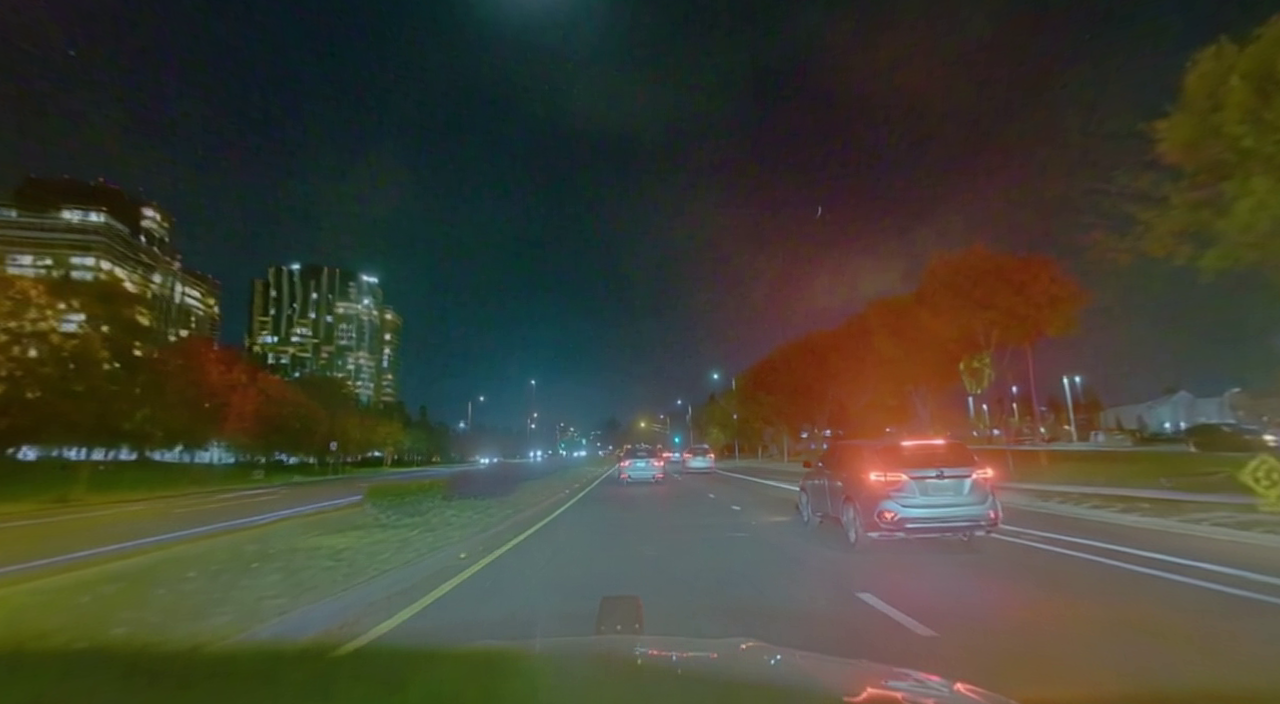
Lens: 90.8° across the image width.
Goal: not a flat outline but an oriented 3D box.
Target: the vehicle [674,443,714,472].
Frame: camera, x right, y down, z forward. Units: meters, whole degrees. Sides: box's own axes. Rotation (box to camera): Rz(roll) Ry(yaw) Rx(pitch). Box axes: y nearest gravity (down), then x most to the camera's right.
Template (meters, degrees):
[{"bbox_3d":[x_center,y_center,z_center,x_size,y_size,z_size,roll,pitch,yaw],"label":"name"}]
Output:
[{"bbox_3d":[3.507,6.936,41.740,2.107,1.773,4.557,0,-8,-2],"label":"vehicle"}]

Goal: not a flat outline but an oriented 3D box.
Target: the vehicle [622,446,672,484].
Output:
[{"bbox_3d":[0.303,4.873,27.646,2.034,1.500,3.966,0,-8,0],"label":"vehicle"}]

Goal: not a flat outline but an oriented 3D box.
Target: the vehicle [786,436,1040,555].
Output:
[{"bbox_3d":[3.966,2.142,10.219,2.049,1.473,4.425,0,-8,-1],"label":"vehicle"}]

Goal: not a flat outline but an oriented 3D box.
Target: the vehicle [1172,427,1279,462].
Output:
[{"bbox_3d":[27.519,4.265,29.126,1.963,1.480,4.661,0,-8,1],"label":"vehicle"}]
